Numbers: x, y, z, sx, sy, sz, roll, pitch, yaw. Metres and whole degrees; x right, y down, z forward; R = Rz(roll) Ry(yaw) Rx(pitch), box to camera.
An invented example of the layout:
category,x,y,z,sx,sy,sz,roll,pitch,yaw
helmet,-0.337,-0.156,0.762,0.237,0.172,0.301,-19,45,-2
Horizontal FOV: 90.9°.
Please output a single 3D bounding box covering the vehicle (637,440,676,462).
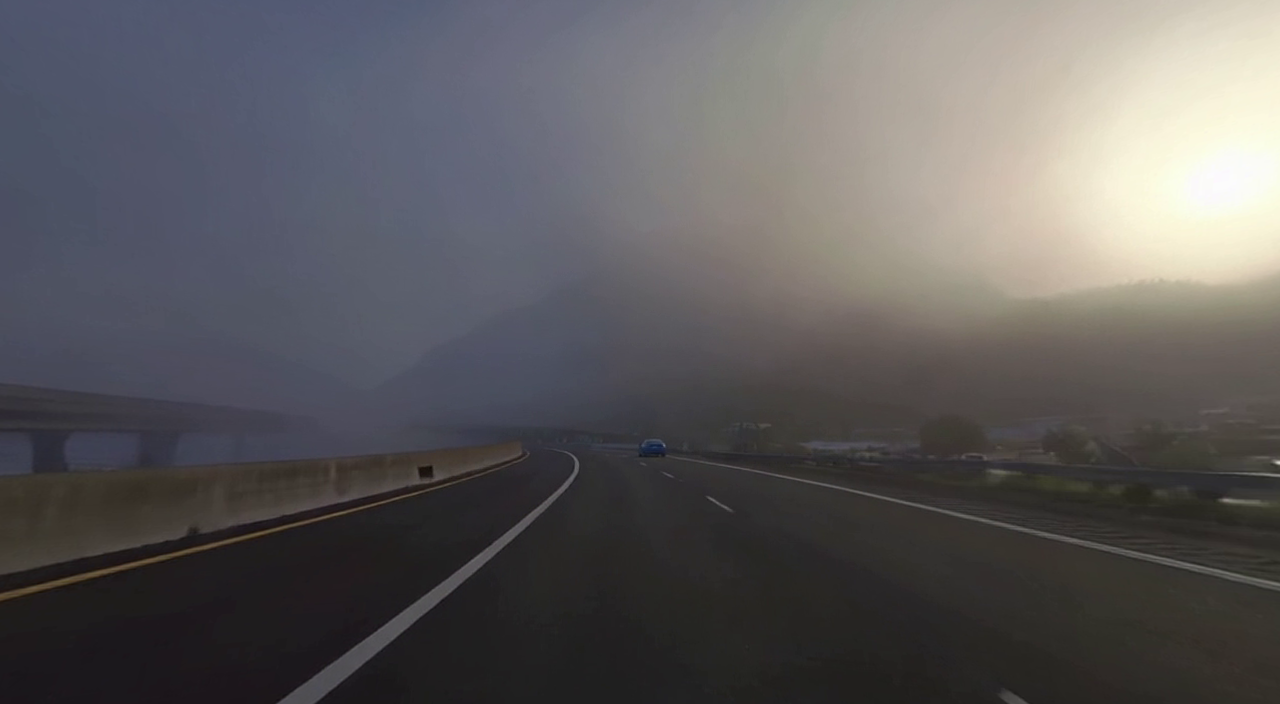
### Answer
category,x,y,z,sx,sy,sz,roll,pitch,yaw
vehicle,1.072,6.821,43.664,1.985,1.440,4.466,1,-9,-8
